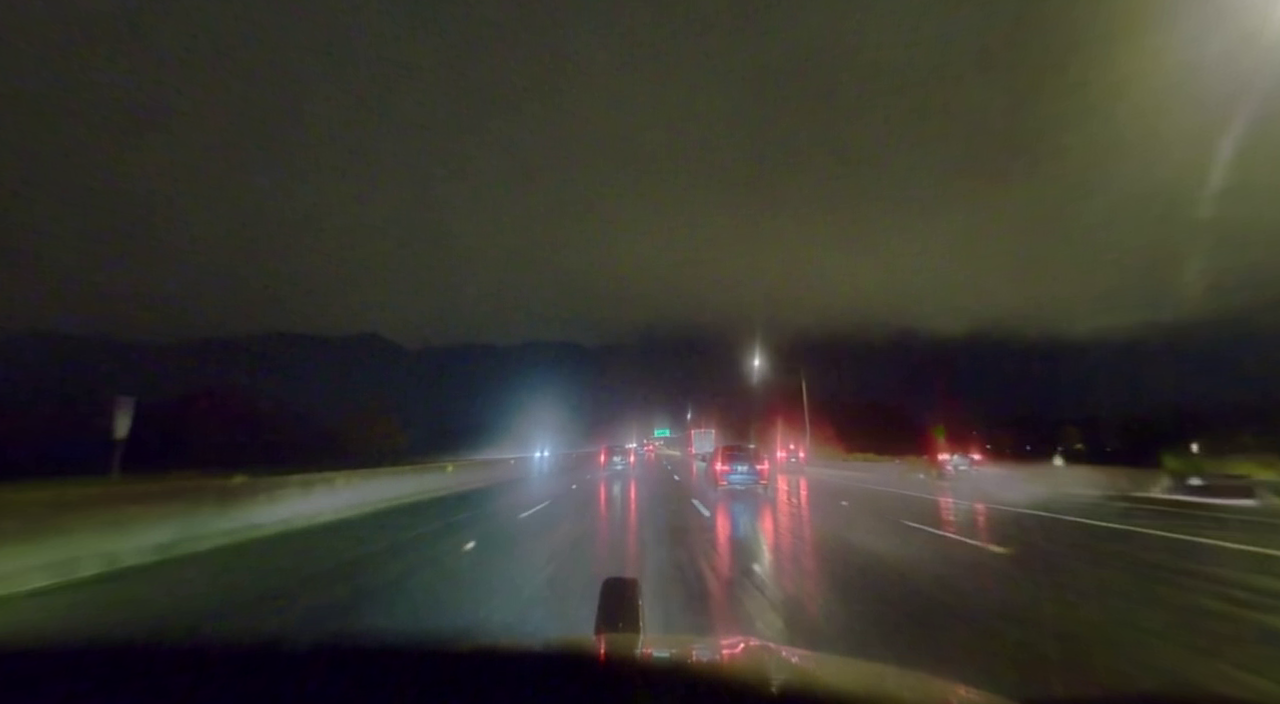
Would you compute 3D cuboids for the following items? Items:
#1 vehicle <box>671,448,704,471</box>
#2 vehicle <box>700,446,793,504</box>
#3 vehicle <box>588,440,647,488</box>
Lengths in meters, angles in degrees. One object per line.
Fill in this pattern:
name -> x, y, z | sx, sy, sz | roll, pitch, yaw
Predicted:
vehicle -> 3.405, 7.816, 45.871 | 2.047, 1.540, 4.294 | 0, -9, 0
vehicle -> 2.948, 3.501, 18.329 | 2.004, 1.471, 4.032 | 0, -9, 0
vehicle -> -0.824, 4.417, 25.202 | 2.142, 1.724, 4.344 | 0, -9, 0
